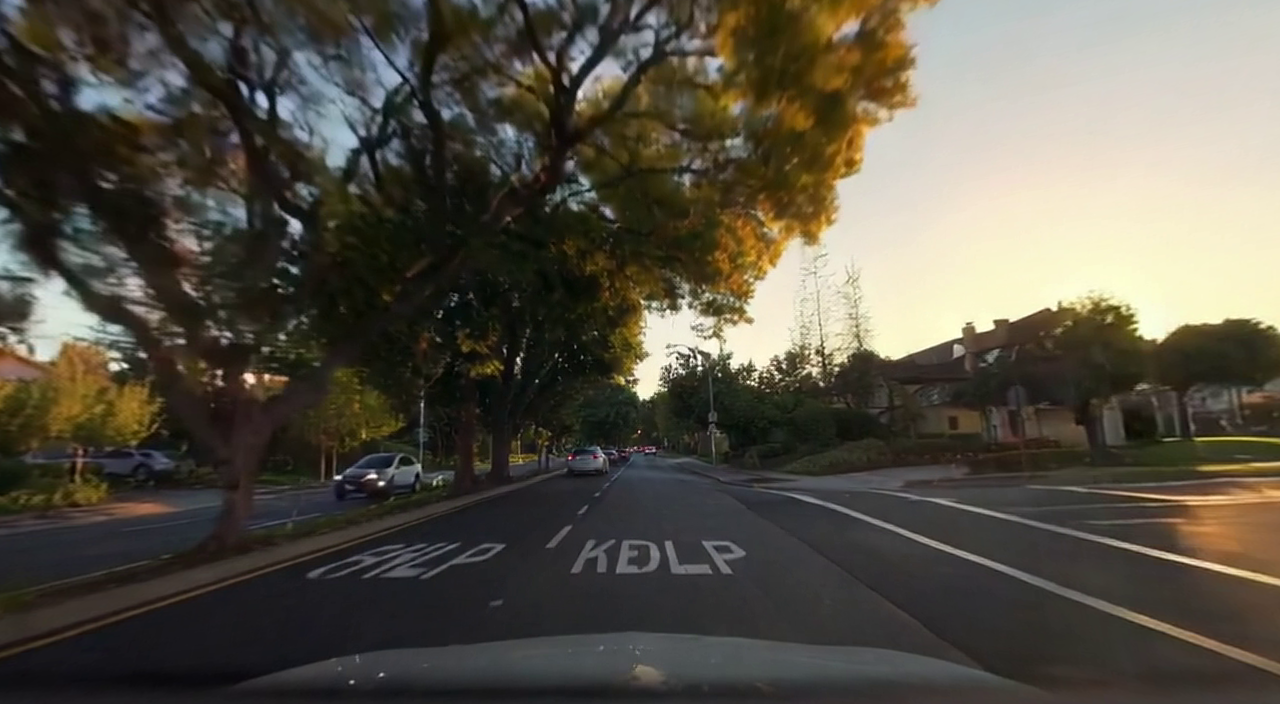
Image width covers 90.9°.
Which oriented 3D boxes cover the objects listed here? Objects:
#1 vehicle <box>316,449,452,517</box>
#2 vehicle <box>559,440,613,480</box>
[{"bbox_3d":[-6.535,3.347,16.652,1.972,1.514,4.241,1,-8,-3],"label":"vehicle"},{"bbox_3d":[-2.574,5.255,30.995,2.190,1.766,4.394,0,-8,1],"label":"vehicle"}]
